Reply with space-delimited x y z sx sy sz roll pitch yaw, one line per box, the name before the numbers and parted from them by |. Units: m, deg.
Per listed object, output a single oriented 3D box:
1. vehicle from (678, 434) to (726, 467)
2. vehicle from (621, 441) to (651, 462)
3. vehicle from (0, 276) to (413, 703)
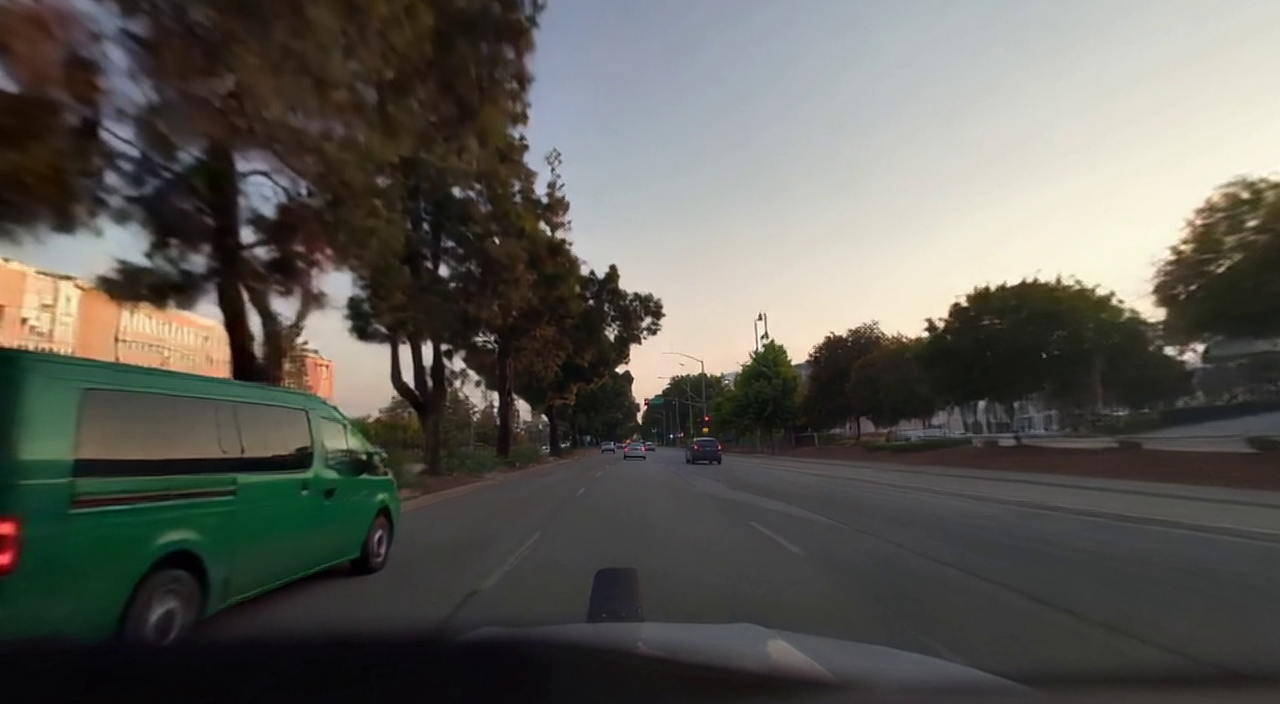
vehicle | 3.451 5.566 35.792 2.181 1.781 4.257 0 -8 -1
vehicle | -0.282 7.026 44.782 2.039 1.455 3.826 0 -8 -1
vehicle | -3.482 0.935 4.333 2.075 1.863 4.744 0 -8 0
